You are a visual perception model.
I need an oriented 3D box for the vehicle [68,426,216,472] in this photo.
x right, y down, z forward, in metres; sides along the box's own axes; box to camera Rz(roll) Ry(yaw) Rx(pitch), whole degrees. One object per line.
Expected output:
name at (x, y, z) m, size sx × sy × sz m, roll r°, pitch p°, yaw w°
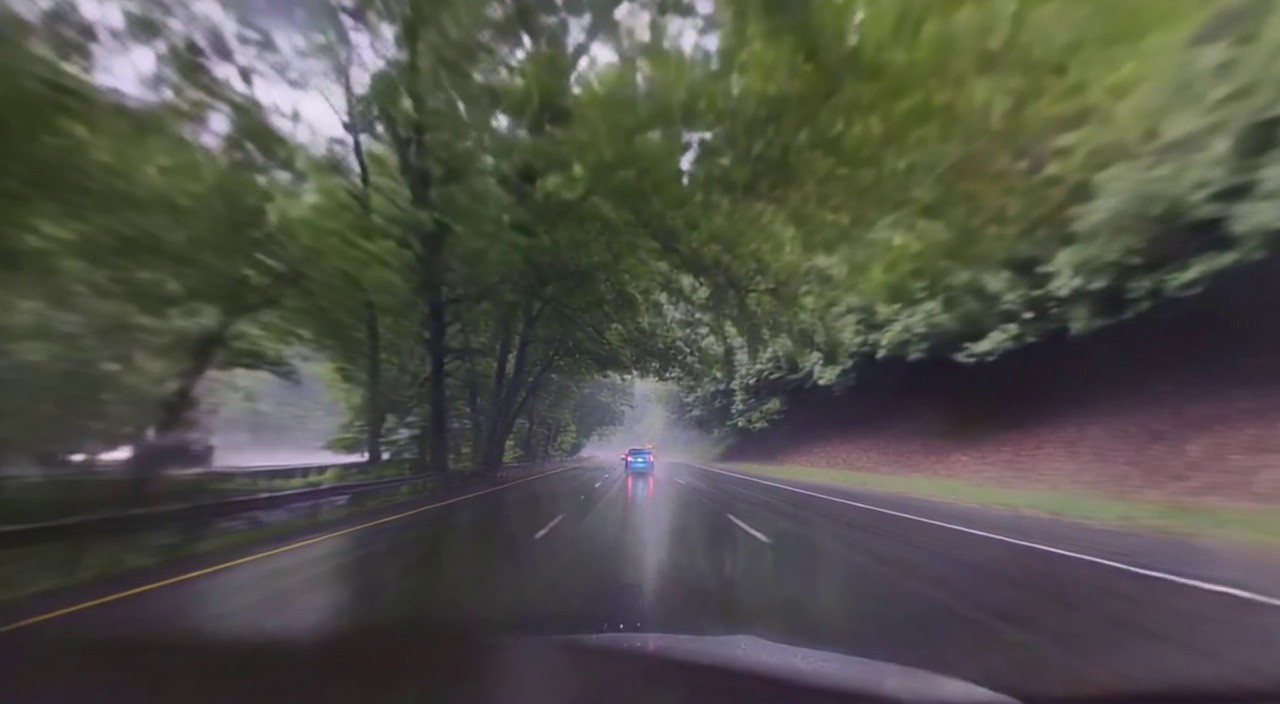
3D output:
vehicle at (-18.915, 3.733, 24.302) m, size 1.945 × 1.560 × 4.573 m, roll 0°, pitch -9°, yaw 0°
